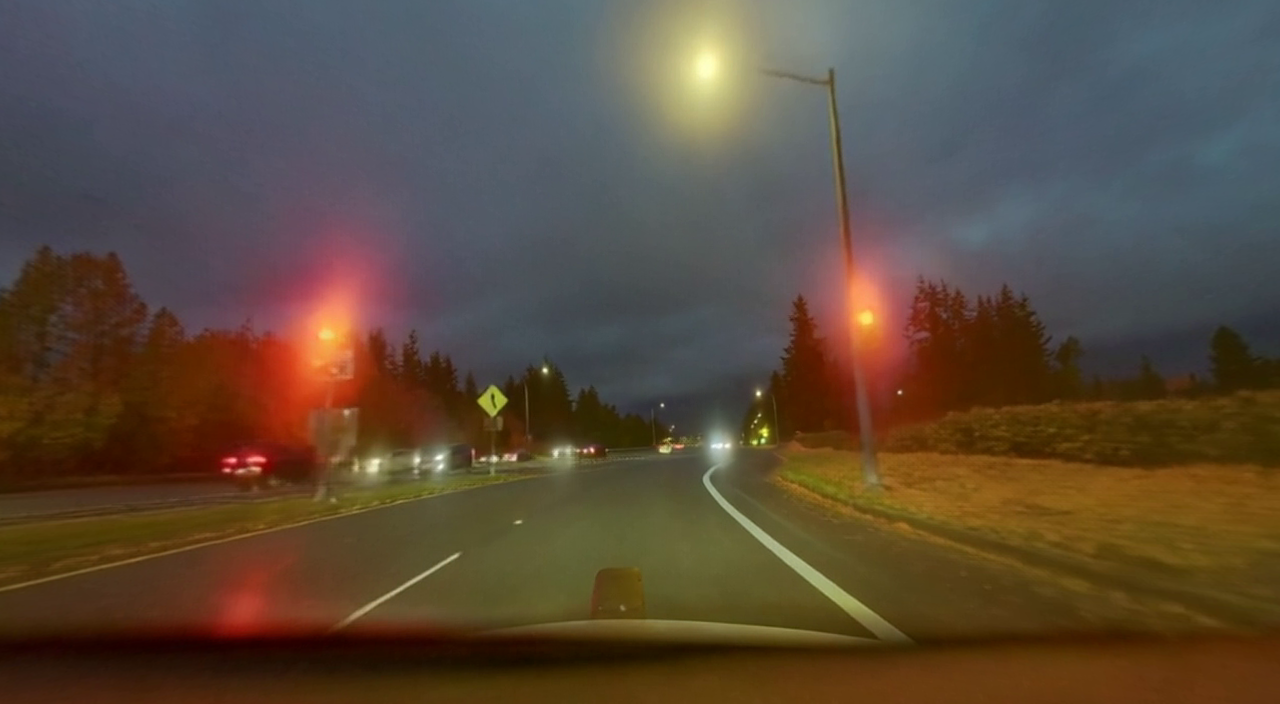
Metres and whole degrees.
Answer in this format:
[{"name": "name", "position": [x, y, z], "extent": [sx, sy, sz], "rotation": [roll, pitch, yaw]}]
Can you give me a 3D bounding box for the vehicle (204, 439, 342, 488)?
[{"name": "vehicle", "position": [-16.565, 5.033, 28.822], "extent": [2.368, 2.012, 5.021], "rotation": [-3, -9, 18]}]
